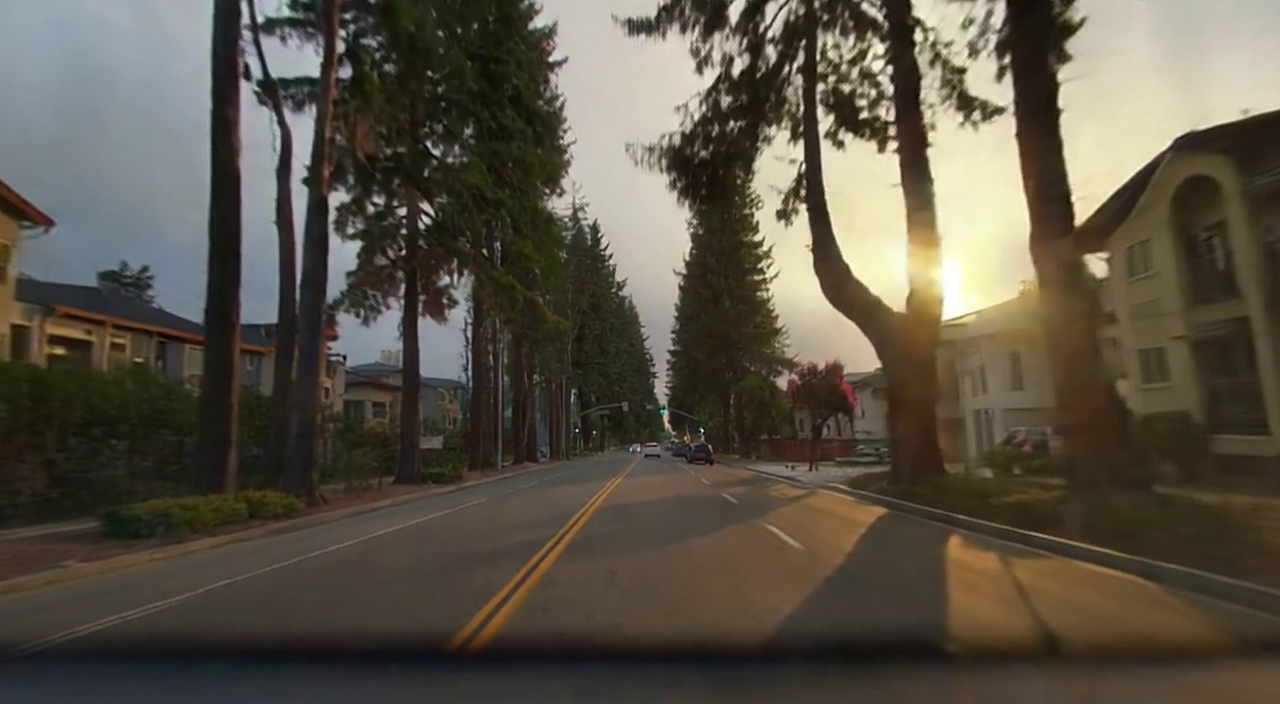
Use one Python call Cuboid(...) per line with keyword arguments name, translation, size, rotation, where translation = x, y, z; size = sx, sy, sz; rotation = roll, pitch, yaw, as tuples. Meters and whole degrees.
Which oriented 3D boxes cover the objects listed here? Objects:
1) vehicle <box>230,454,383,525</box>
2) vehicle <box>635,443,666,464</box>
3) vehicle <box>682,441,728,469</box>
Cuboid(name="vehicle", translation=(-9.380, 3.838, 18.221), size=(1.933, 1.498, 4.446), rotation=(-4, -7, 1))
Cuboid(name="vehicle", translation=(0.730, 7.415, 46.144), size=(2.097, 1.463, 4.043), rotation=(-1, -9, 0))
Cuboid(name="vehicle", translation=(3.702, 6.022, 36.904), size=(2.078, 1.488, 4.741), rotation=(0, -9, -1))
